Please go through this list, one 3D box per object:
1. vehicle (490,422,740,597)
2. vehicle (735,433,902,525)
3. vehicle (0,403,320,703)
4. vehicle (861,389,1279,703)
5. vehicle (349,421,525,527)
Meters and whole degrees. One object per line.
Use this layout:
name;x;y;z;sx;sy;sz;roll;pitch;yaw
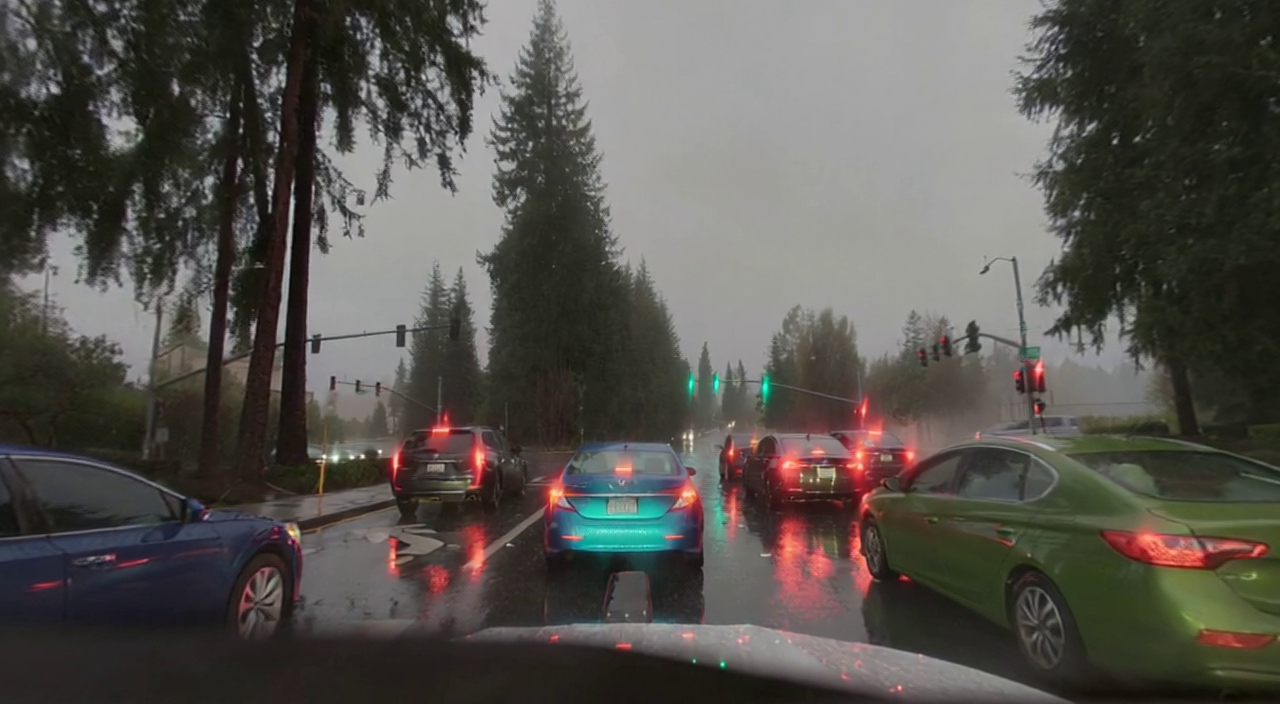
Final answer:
vehicle;-0.247;1.640;7.402;2.147;1.479;3.803;0;-8;-1
vehicle;3.193;2.335;12.329;1.975;1.460;4.357;0;-8;0
vehicle;-3.637;1.021;3.006;1.935;1.482;4.433;0;-8;-1
vehicle;3.141;1.150;4.057;1.903;1.480;4.270;0;-8;0
vehicle;-3.716;2.312;12.489;1.961;1.714;4.268;0;-8;2
